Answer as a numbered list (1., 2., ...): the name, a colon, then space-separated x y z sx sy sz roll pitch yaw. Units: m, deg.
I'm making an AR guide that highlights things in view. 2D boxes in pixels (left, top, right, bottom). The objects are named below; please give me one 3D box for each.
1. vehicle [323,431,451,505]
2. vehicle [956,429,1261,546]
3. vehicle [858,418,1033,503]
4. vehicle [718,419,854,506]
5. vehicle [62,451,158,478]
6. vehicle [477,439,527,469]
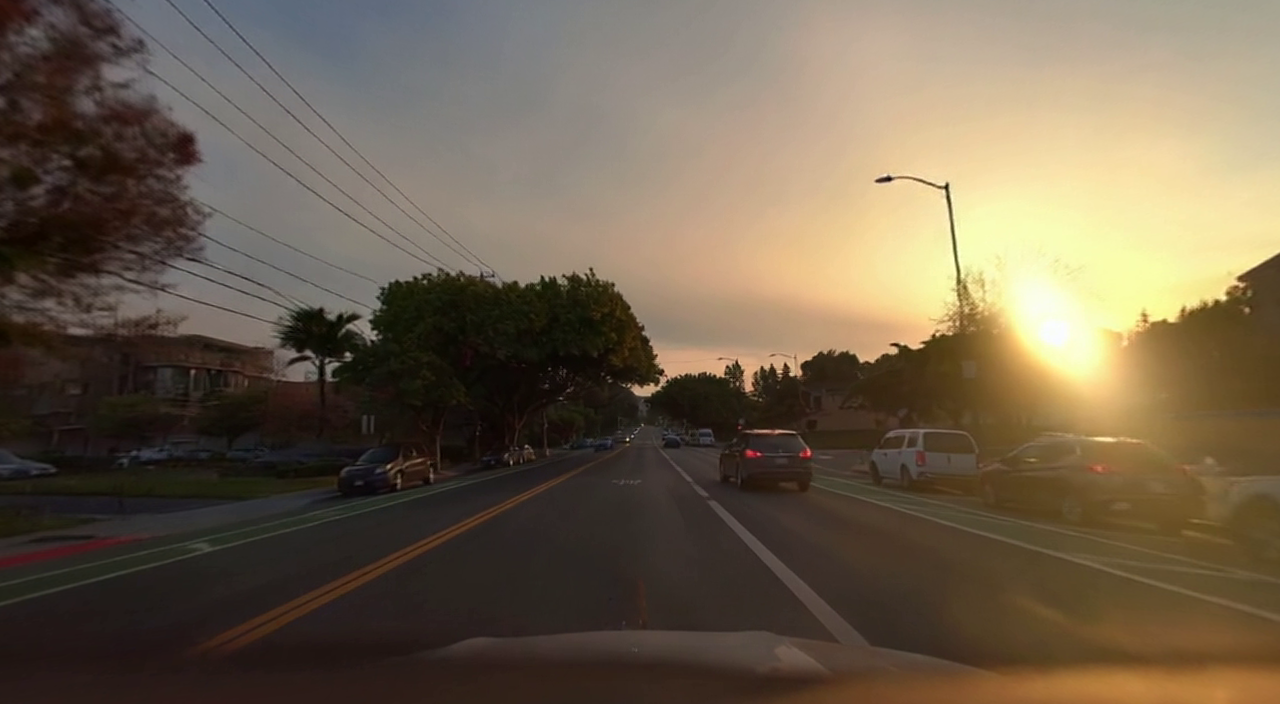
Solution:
1. vehicle: -8.917 4.036 22.850 2.419 2.087 5.334 -3 -6 0
2. vehicle: 7.582 2.199 10.979 1.862 1.492 4.571 3 -8 0
3. vehicle: 7.954 2.882 17.215 2.133 1.911 5.455 -1 -8 2
4. vehicle: 3.184 2.532 14.884 2.004 1.704 4.573 0 -8 -1
5. vehicle: -32.001 6.775 38.247 1.746 1.479 4.603 -1 -8 1
6. vehicle: -8.905 6.610 41.105 2.228 1.825 4.522 0 -8 -1
